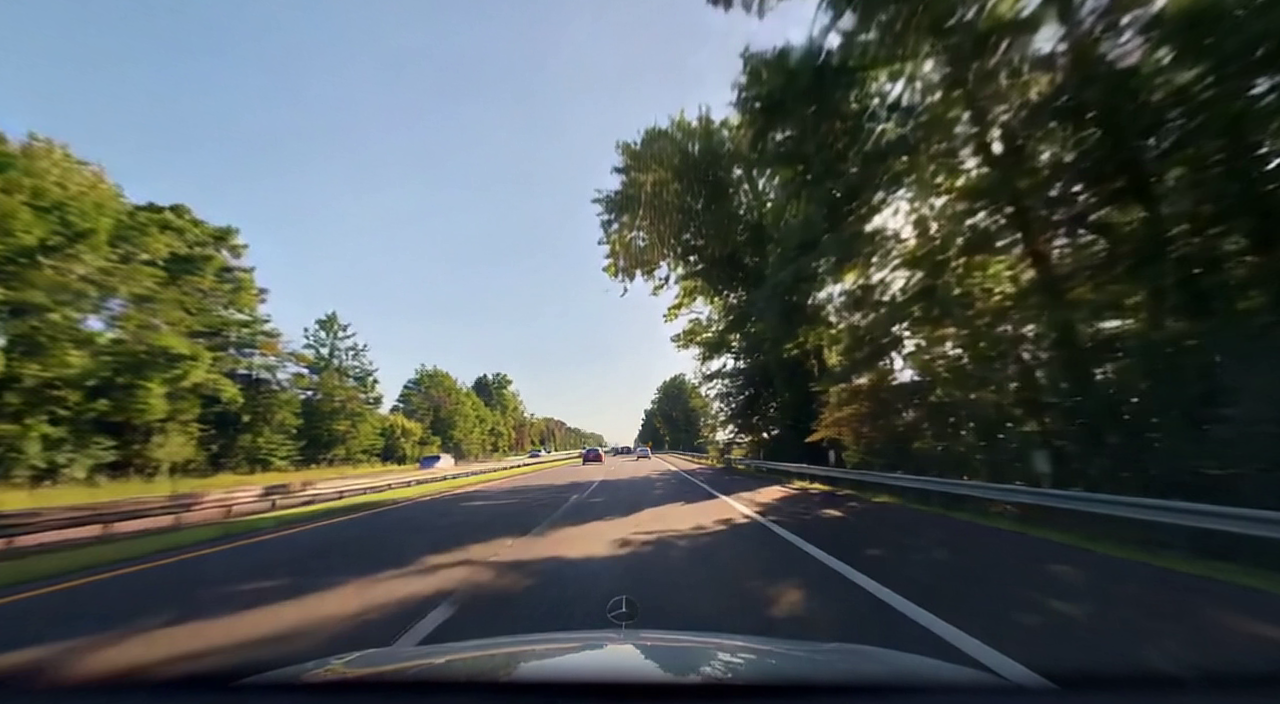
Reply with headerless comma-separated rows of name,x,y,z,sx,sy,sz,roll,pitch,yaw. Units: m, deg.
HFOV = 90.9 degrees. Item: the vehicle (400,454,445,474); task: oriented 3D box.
vehicle,-16.266,8.387,47.332,1.855,1.450,4.087,0,-9,1
